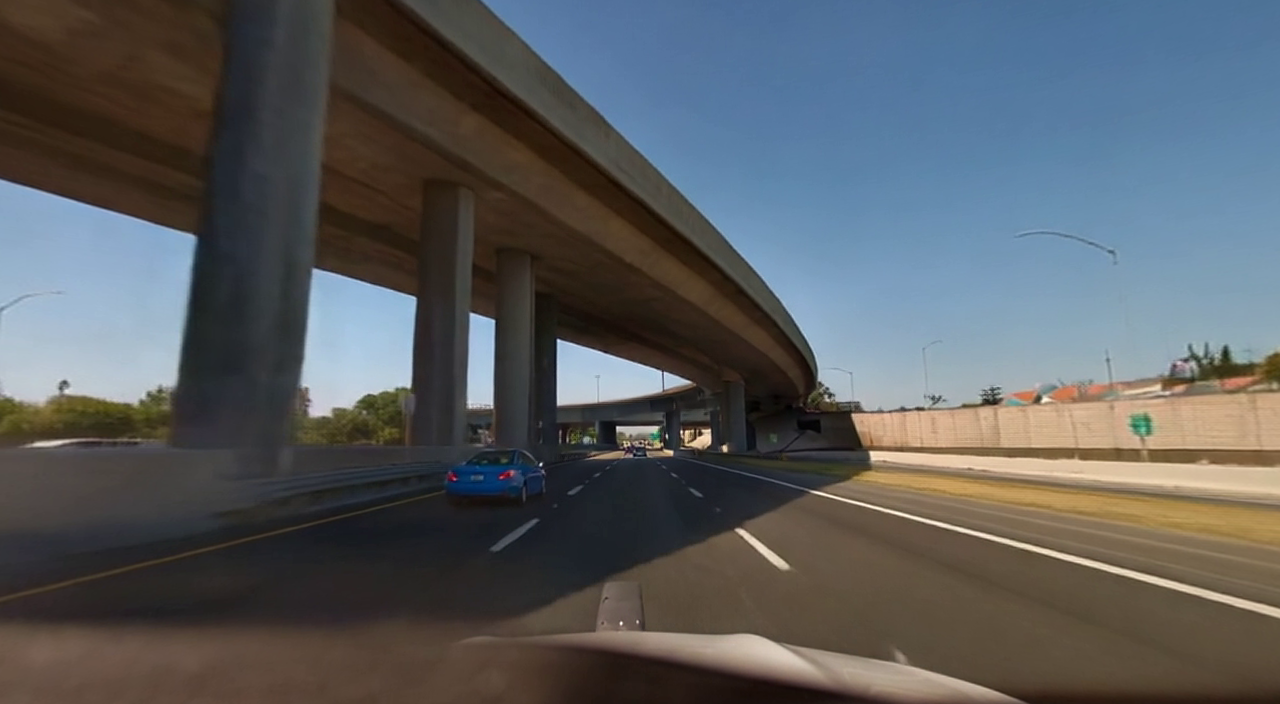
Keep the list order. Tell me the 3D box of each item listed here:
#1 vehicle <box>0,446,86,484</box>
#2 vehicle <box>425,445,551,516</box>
[{"bbox_3d":[-26.197,4.721,26.532,1.819,1.471,4.226,0,-9,0],"label":"vehicle"},{"bbox_3d":[-3.521,3.056,15.502,2.044,1.478,4.114,0,-9,0],"label":"vehicle"}]
